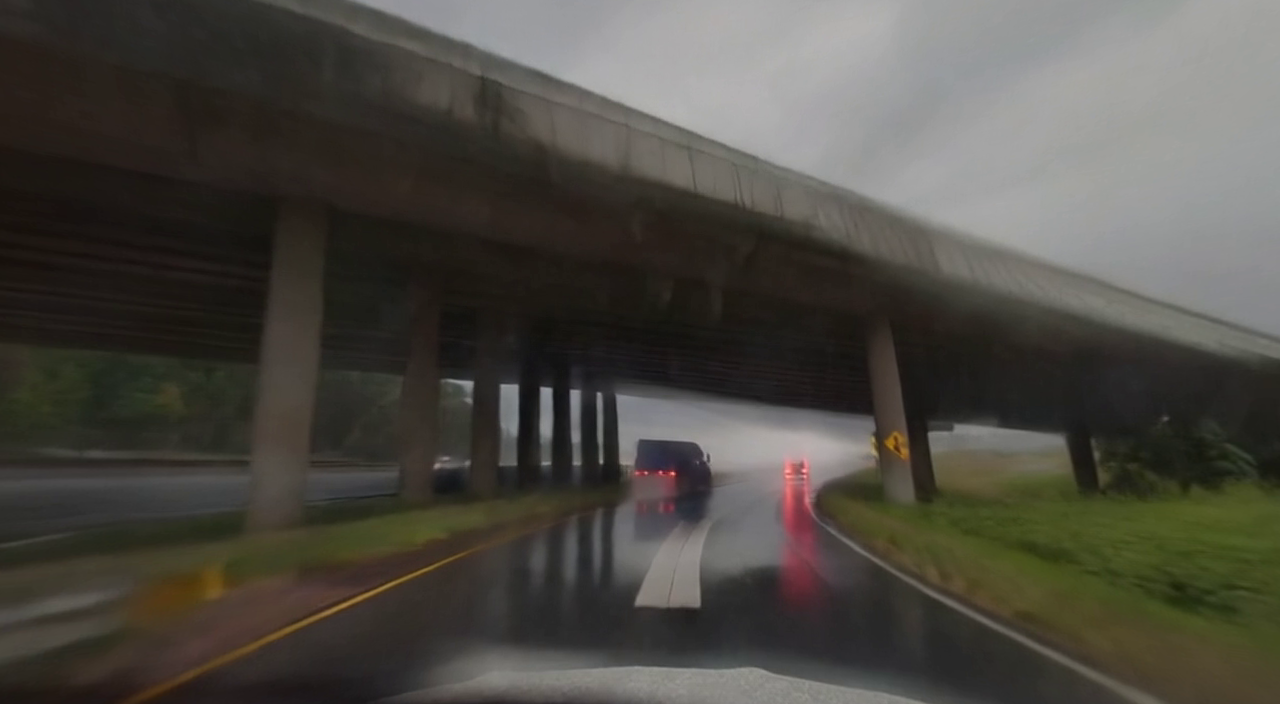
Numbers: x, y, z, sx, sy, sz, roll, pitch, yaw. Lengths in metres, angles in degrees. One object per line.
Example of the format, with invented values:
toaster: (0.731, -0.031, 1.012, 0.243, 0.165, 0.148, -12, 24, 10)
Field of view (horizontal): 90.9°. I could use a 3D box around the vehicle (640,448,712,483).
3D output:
vehicle: (1.705, 5.127, 28.673, 1.940, 1.444, 4.024, -4, -10, 24)
